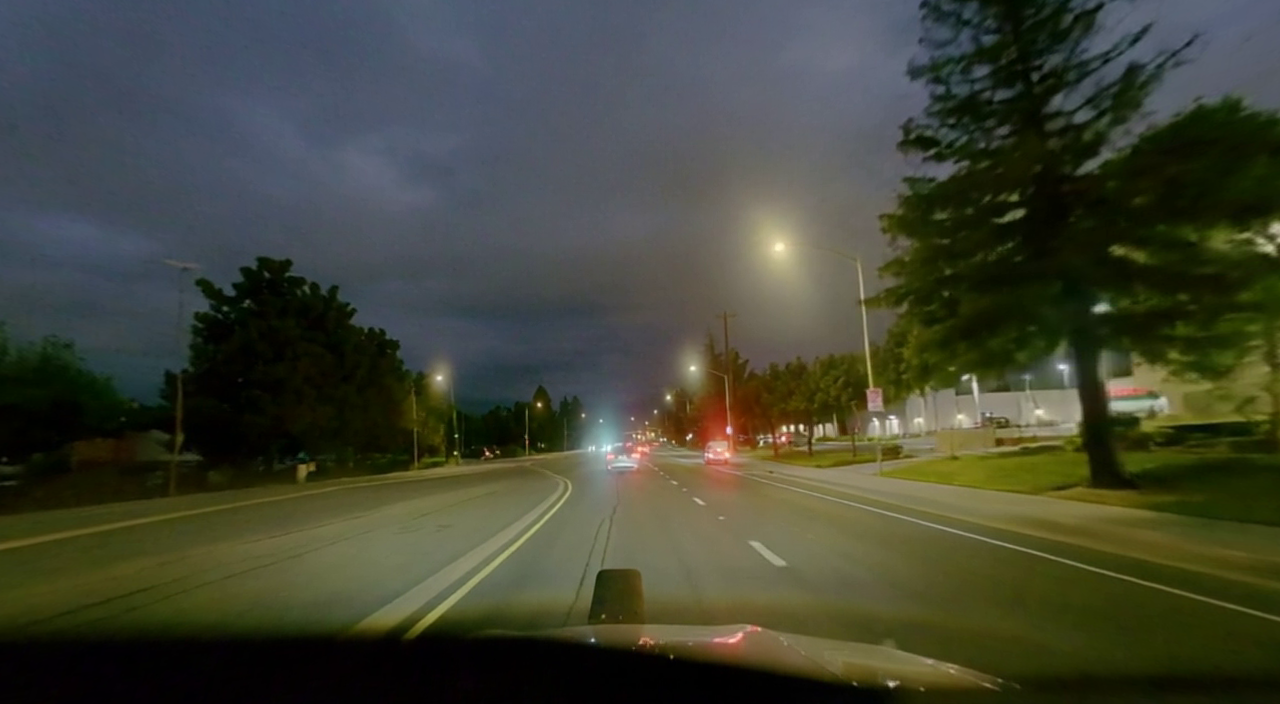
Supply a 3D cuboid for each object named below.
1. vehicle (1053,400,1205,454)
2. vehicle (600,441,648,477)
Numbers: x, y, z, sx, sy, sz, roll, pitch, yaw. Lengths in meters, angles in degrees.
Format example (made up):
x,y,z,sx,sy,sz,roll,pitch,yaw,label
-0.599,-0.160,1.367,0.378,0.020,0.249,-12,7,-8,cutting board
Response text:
x,y,z,sx,sy,sz,roll,pitch,yaw,label
16.943,2.603,22.023,3.864,1.527,1.674,-4,-7,-3,vehicle
-0.793,5.208,30.926,2.181,1.639,4.127,0,-9,-2,vehicle
